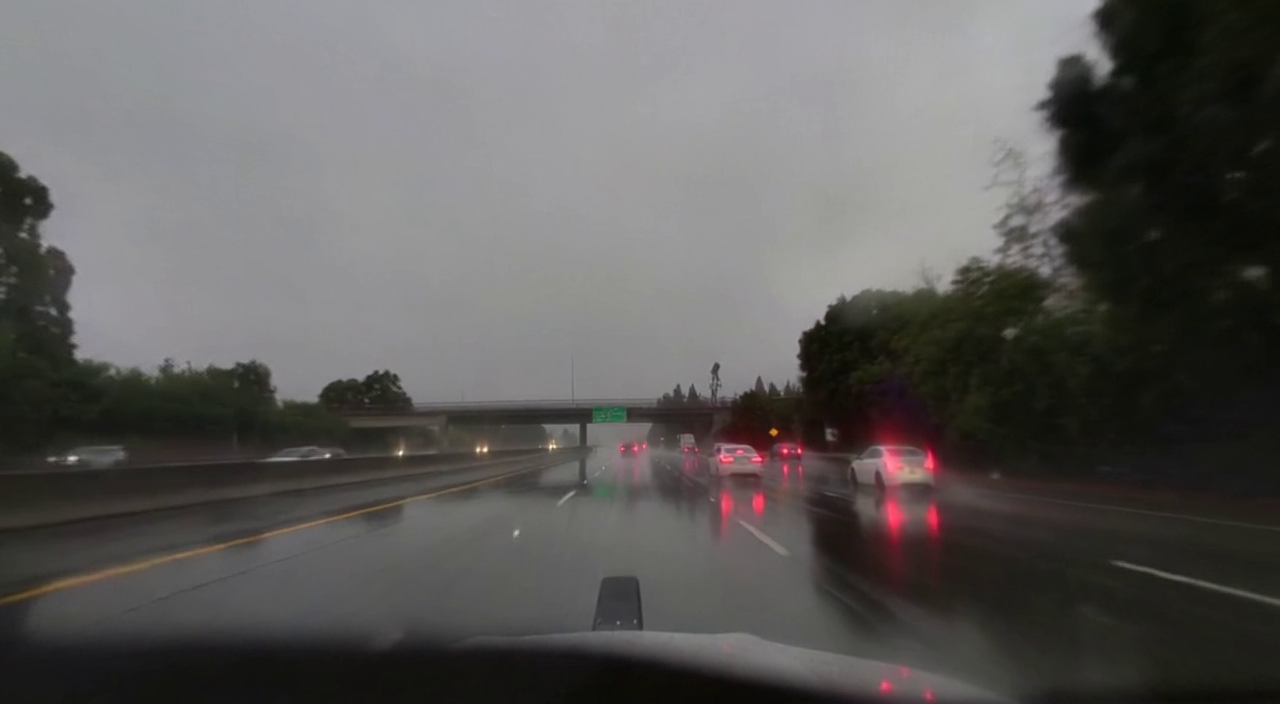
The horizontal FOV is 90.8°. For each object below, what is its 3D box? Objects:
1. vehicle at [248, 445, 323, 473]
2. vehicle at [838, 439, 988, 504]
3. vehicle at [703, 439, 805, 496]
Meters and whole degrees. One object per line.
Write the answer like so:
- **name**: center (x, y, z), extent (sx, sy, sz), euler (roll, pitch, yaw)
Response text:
- **vehicle**: center (-20.403, 6.142, 36.589), extent (1.889, 1.491, 4.573), euler (1, -8, -3)
- **vehicle**: center (7.126, 3.147, 17.104), extent (1.946, 1.497, 4.467), euler (0, -8, -1)
- **vehicle**: center (3.201, 3.347, 18.772), extent (2.076, 1.472, 4.562), euler (0, -8, -2)
